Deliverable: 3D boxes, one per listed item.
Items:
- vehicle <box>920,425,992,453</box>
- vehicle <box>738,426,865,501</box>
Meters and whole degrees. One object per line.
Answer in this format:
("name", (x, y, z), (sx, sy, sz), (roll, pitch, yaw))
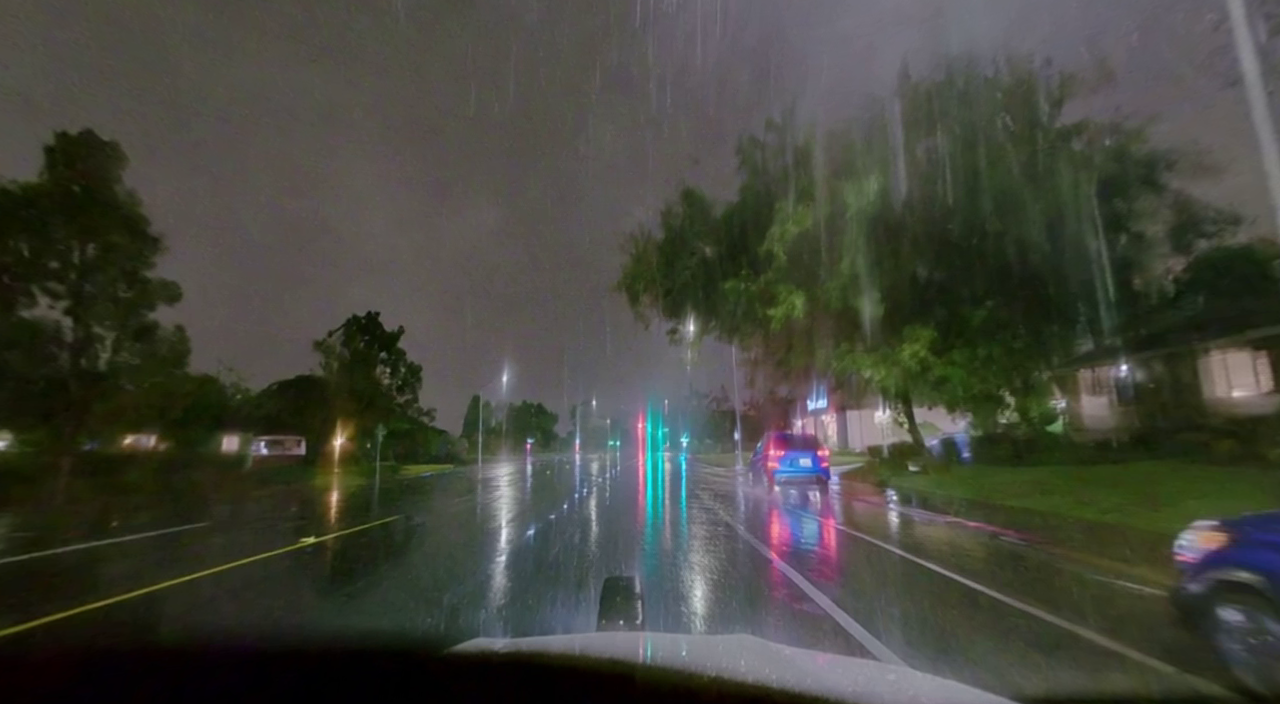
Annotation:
("vehicle", (18.649, 5.187, 37.505), (1.826, 1.492, 4.417), (0, -8, -3))
("vehicle", (4.358, 3.103, 17.968), (2.228, 1.814, 4.576), (0, -9, -2))
